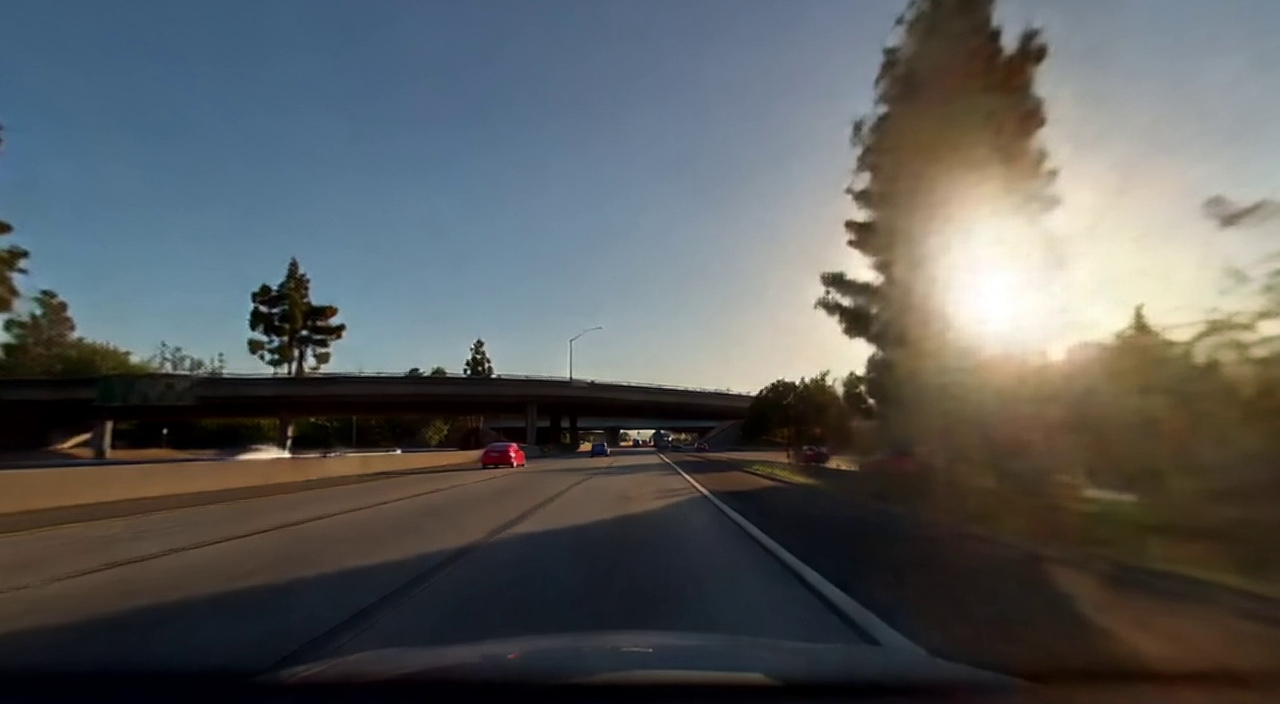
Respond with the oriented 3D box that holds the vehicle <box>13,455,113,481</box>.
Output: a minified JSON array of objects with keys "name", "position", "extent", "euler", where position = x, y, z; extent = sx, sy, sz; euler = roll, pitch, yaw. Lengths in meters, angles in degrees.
[{"name":"vehicle","position":[-37.193,7.474,40.822],"extent":[1.815,1.467,4.660],"euler":[-1,-8,5]}]

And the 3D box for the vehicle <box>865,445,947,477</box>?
[{"name":"vehicle","position":[13.711,5.621,32.794],"extent":[2.000,1.515,4.188],"euler":[1,-8,-8]}]

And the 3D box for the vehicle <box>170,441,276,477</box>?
[{"name":"vehicle","position":[-20.837,5.364,31.827],"extent":[2.012,1.650,4.810],"euler":[0,-8,1]}]

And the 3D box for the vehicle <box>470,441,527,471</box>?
[{"name":"vehicle","position":[-7.424,5.486,33.608],"extent":[1.987,1.486,4.174],"euler":[0,-8,1]}]
